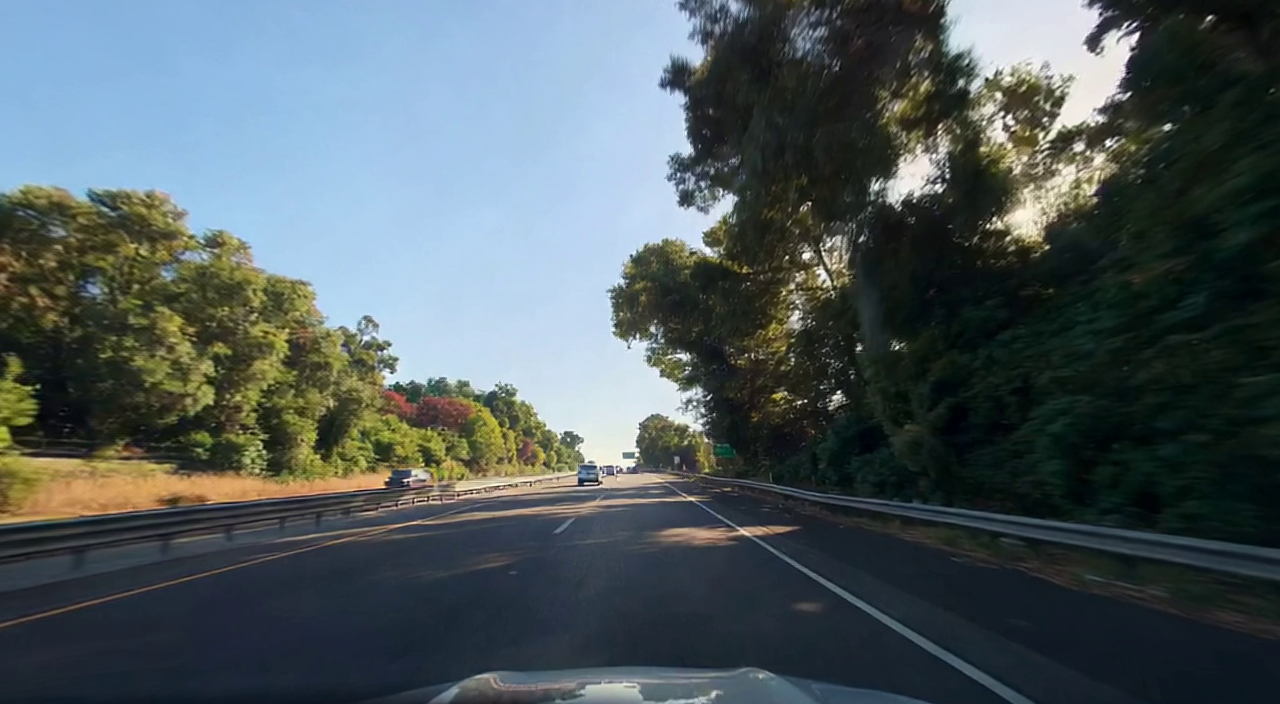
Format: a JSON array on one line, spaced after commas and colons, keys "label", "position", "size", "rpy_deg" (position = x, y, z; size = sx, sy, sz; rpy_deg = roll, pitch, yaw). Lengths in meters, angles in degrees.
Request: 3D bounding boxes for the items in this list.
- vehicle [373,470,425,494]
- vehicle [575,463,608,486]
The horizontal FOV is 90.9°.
[{"label": "vehicle", "position": [-15.650, 8.427, 41.153], "size": [1.769, 1.448, 4.147], "rpy_deg": [1, -10, 0]}, {"label": "vehicle", "position": [-3.612, 9.295, 48.012], "size": [2.121, 1.664, 4.503], "rpy_deg": [1, -10, 0]}]
